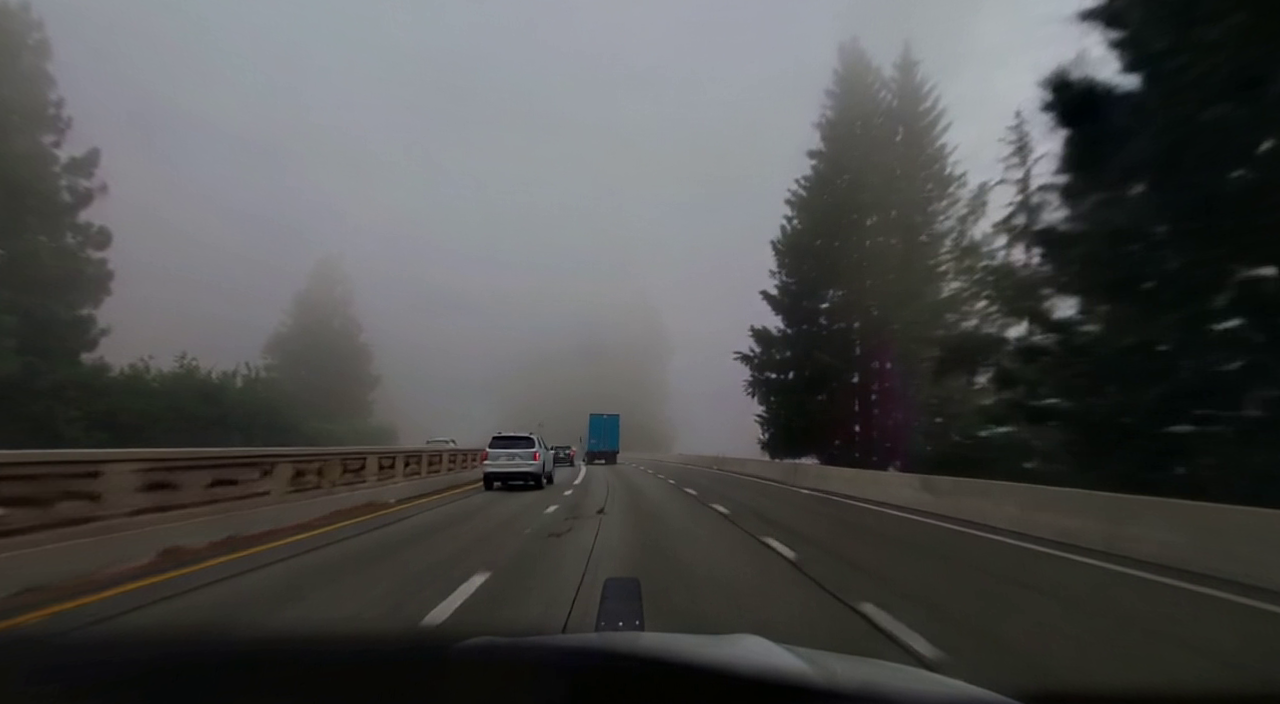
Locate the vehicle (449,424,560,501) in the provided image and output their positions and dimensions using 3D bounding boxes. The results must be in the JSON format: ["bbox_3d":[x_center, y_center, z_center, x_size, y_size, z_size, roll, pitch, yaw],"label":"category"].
[{"bbox_3d":[-3.409,2.877,16.746,2.041,1.734,4.391,1,-9,-1],"label":"vehicle"}]
